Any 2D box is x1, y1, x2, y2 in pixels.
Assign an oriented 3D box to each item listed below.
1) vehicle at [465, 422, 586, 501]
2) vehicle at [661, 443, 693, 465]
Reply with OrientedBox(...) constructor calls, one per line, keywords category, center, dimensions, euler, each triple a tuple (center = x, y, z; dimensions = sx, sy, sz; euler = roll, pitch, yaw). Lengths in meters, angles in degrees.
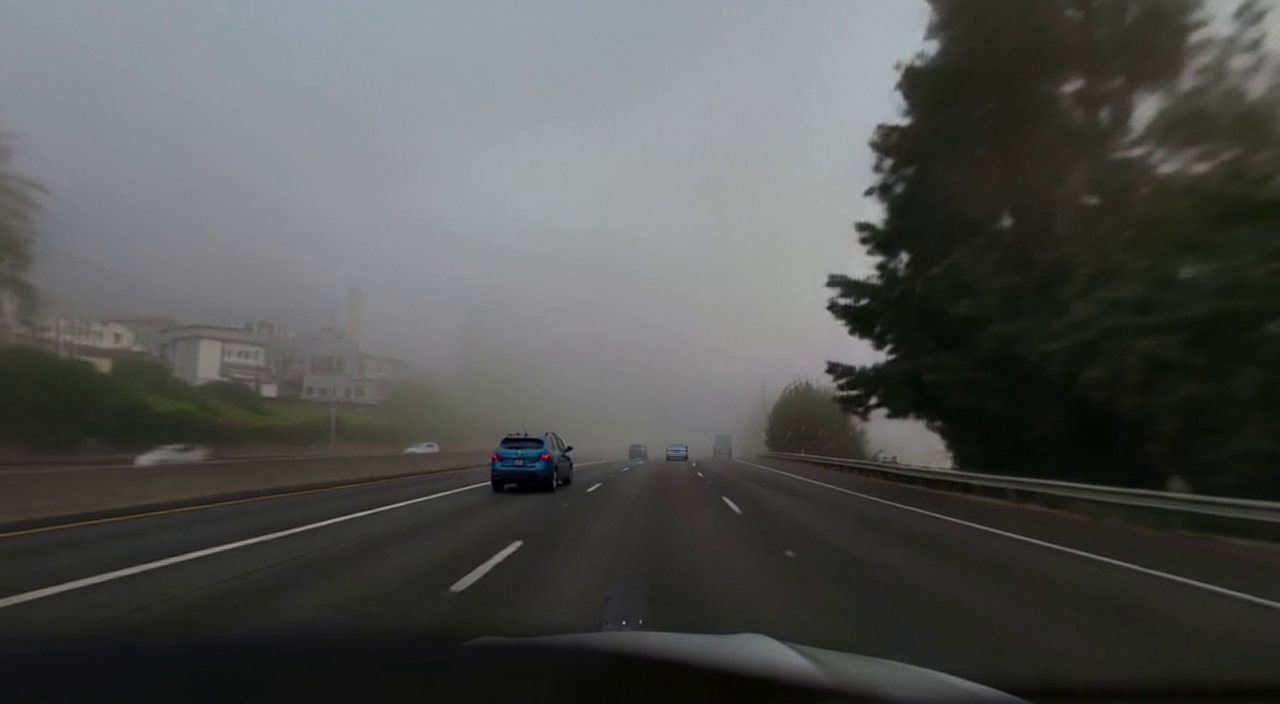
OrientedBox(category="vehicle", center=(-2.888, 2.931, 17.215), dimensions=(2.185, 1.823, 4.854), euler=(0, -9, 3))
OrientedBox(category="vehicle", center=(2.583, 7.012, 43.452), dimensions=(2.158, 1.458, 3.656), euler=(-1, -9, 5))
